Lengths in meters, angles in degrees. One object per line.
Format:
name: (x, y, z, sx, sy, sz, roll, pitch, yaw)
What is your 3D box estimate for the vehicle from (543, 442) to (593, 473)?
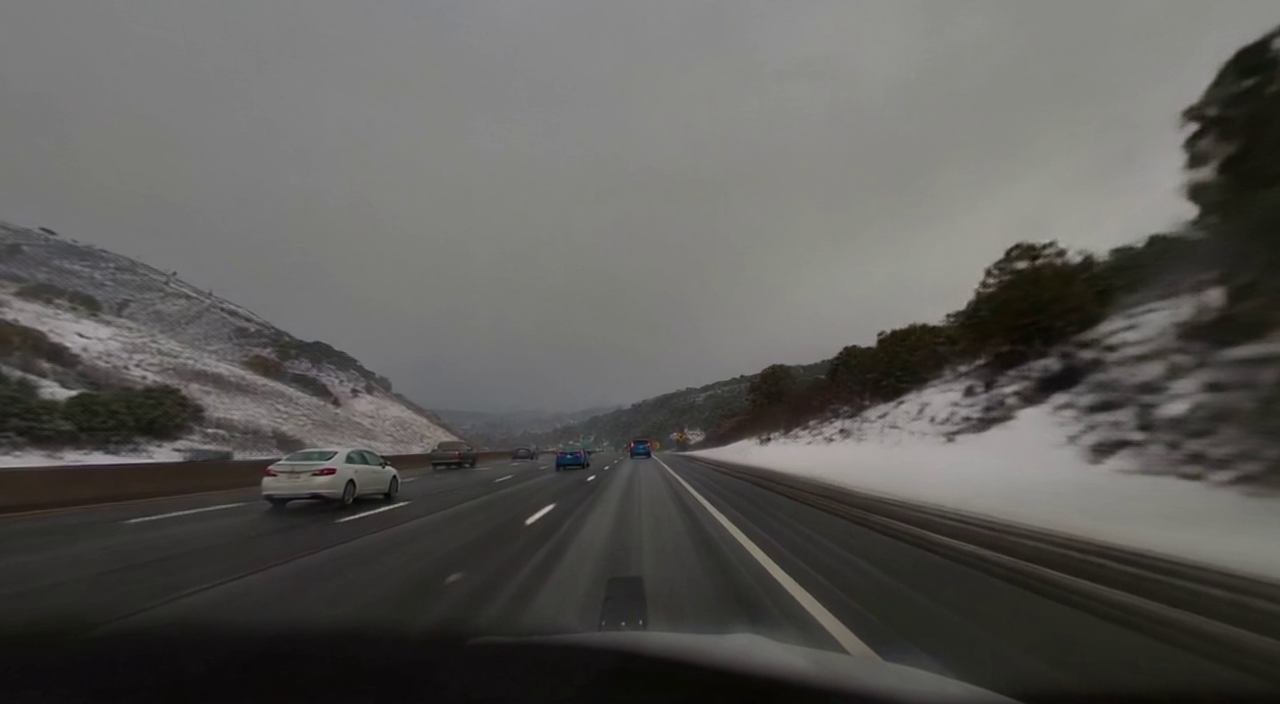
vehicle: (-3.841, 5.703, 34.449, 2.144, 1.505, 4.649, 0, -8, 0)

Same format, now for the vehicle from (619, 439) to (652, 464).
vehicle: (-0.336, 6.989, 44.654, 2.225, 1.674, 4.044, 0, -8, -1)

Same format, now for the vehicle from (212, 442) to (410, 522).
vehicle: (-6.860, 2.709, 13.811, 1.991, 1.441, 4.265, 0, -8, 1)

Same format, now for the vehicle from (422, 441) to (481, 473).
vehicle: (-11.061, 6.142, 37.322, 2.025, 1.750, 4.505, 0, -8, 1)
